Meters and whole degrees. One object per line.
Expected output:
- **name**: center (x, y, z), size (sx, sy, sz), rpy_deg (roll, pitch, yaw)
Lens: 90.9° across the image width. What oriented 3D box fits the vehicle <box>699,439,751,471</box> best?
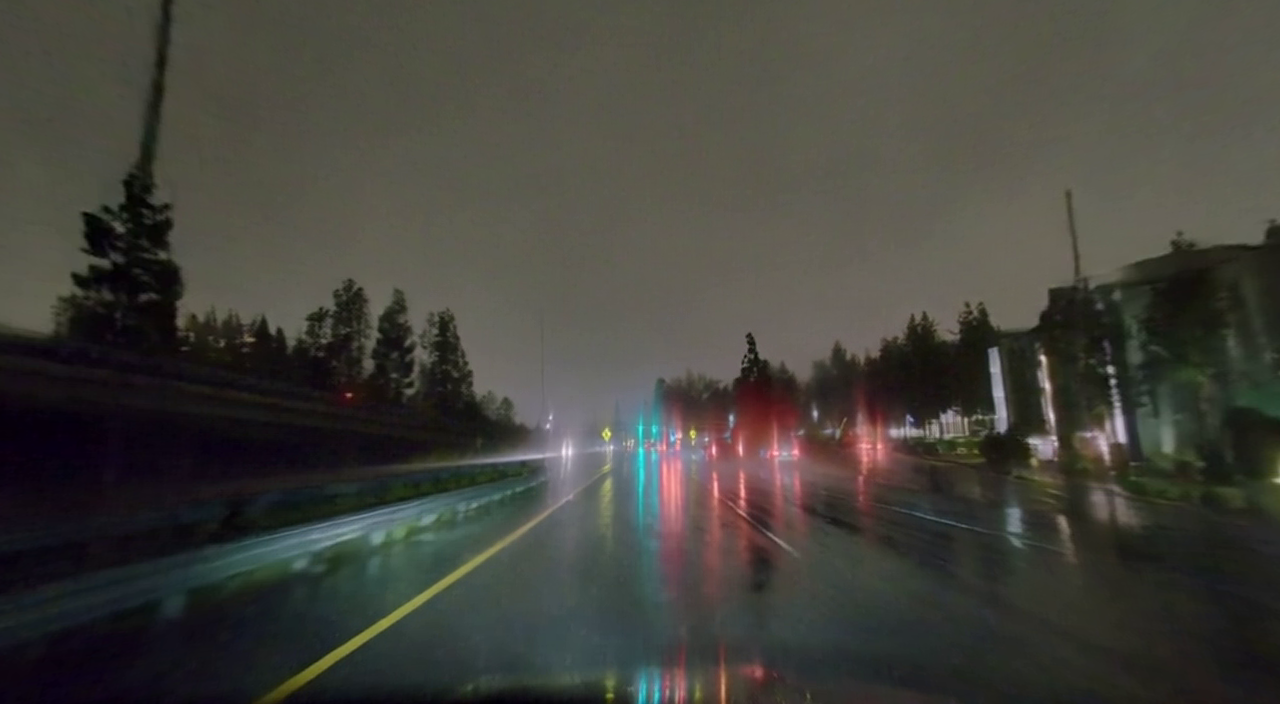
- **vehicle**: center (4.332, 5.319, 32.753), size (2.042, 1.518, 4.477), rpy_deg (0, -8, 0)
